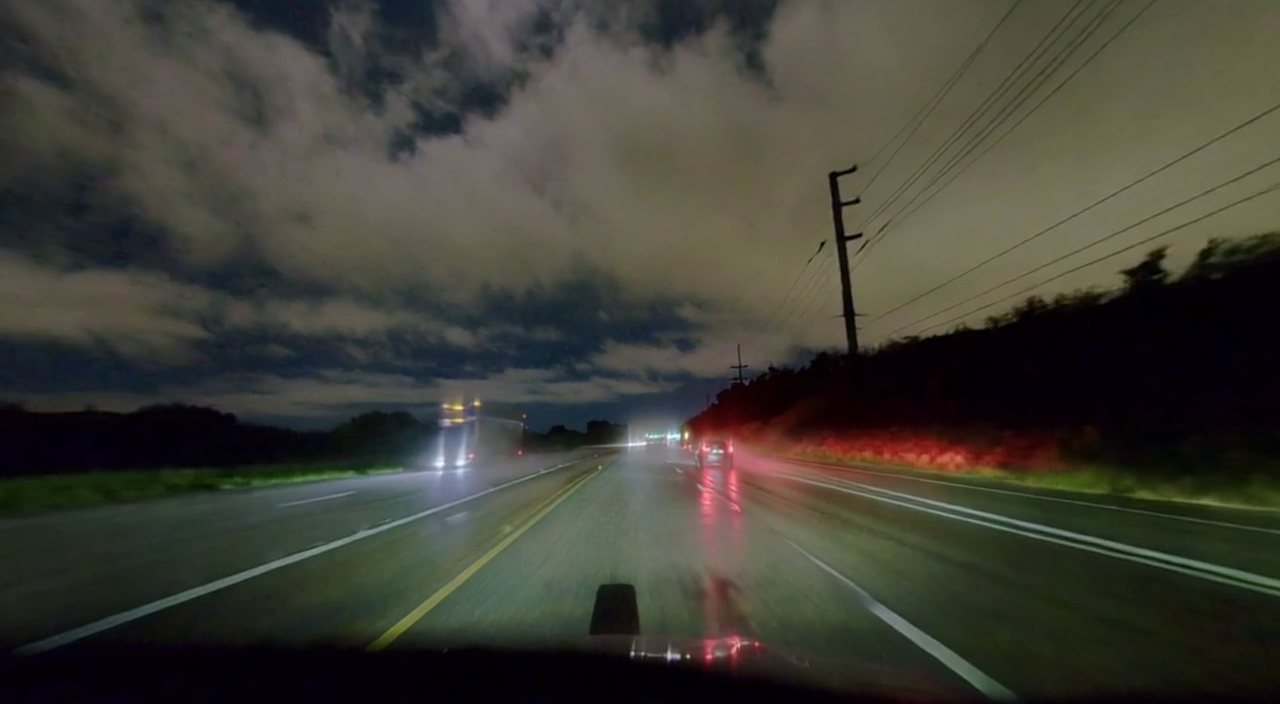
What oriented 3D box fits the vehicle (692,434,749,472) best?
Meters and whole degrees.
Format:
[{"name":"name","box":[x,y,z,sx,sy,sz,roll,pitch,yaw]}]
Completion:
[{"name":"vehicle","box":[3.600,4.609,28.911,1.977,1.581,4.428,0,-8,-1]}]

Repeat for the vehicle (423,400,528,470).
[{"name":"vehicle","box":[-11.201,6.108,45.571,3.267,4.085,16.559,-1,-8,0]}]
